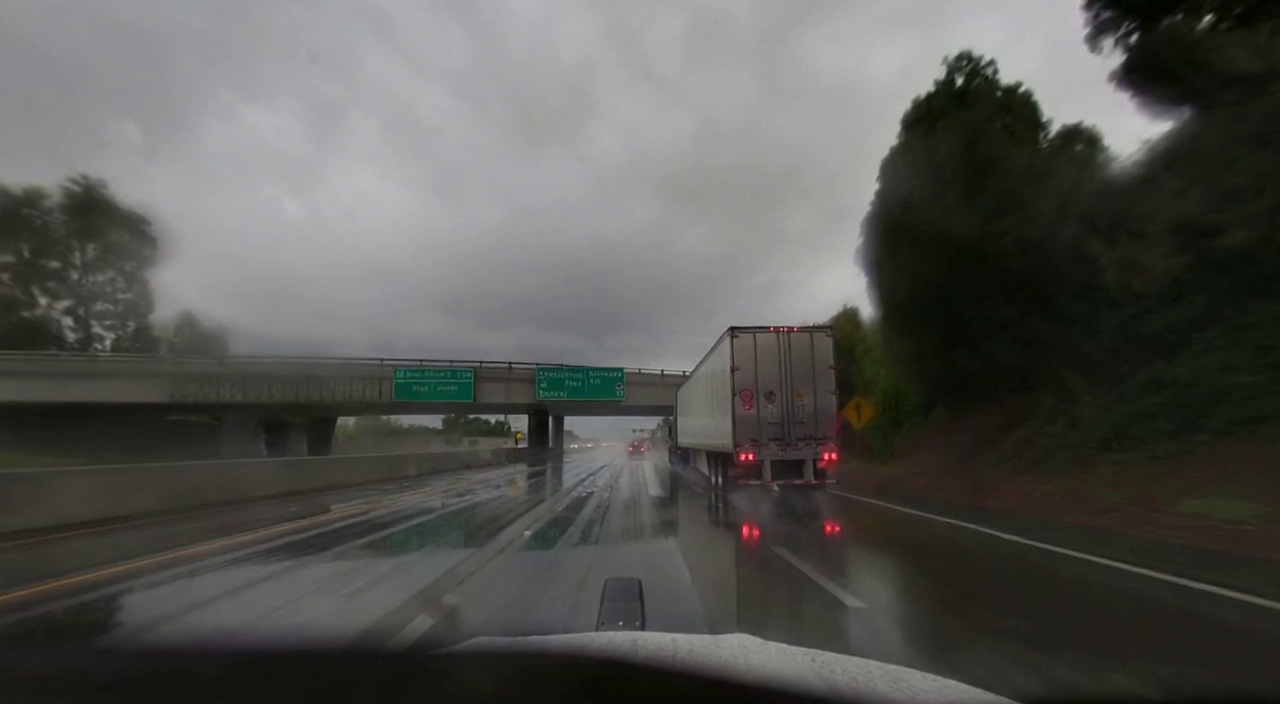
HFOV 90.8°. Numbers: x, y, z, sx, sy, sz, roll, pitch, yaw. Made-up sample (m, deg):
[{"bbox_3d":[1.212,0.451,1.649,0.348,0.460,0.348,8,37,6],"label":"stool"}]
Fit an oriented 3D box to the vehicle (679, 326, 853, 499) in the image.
[{"bbox_3d":[3.492,2.666,23.327,2.743,4.160,16.408,0,-9,-1],"label":"vehicle"}]
